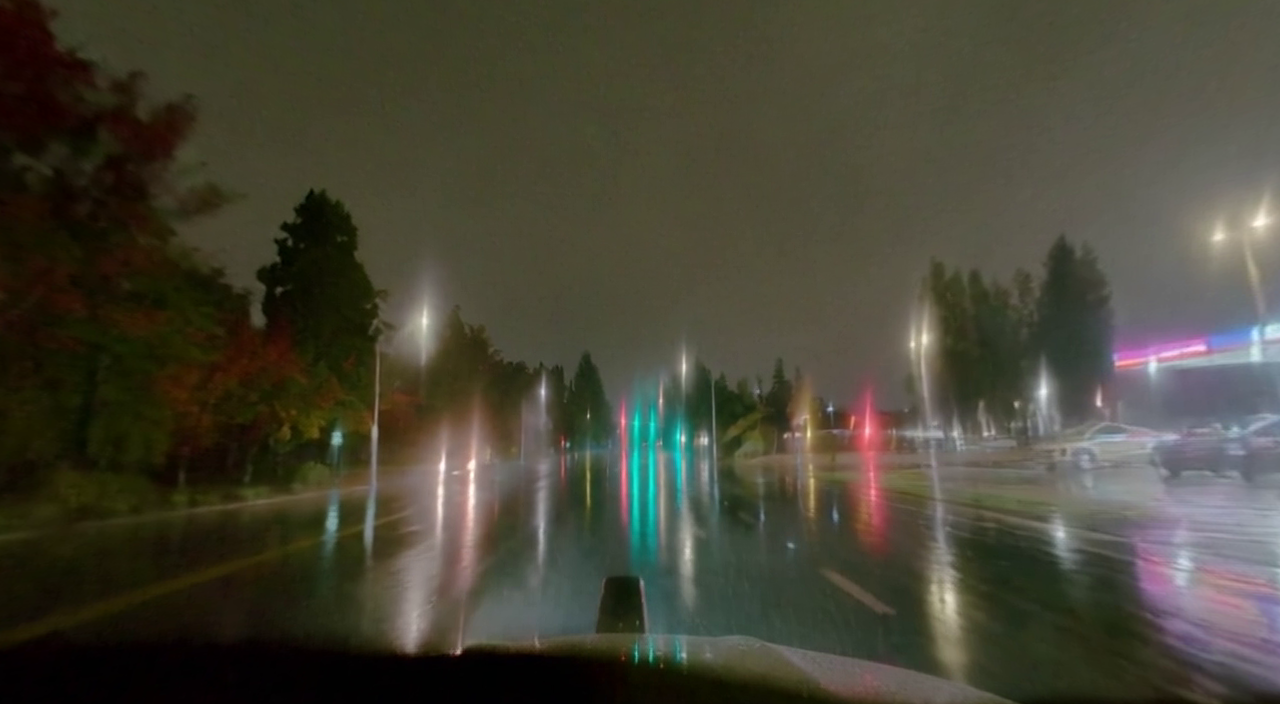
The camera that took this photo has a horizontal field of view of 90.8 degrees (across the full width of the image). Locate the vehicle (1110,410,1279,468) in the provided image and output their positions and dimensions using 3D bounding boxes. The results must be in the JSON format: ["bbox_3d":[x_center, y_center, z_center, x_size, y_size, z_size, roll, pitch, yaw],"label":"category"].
[{"bbox_3d":[17.172,2.631,19.067,4.400,1.618,2.016,0,-8,-4],"label":"vehicle"}]

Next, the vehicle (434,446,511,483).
[{"bbox_3d":[-7.210,4.883,27.764,2.079,1.489,4.515,0,-8,1],"label":"vehicle"}]

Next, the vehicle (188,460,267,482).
[{"bbox_3d":[-29.076,8.366,44.591,4.279,1.437,1.872,-1,-8,3],"label":"vehicle"}]

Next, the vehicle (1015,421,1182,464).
[{"bbox_3d":[16.442,3.269,22.836,4.506,1.461,1.955,0,-8,-1],"label":"vehicle"}]
